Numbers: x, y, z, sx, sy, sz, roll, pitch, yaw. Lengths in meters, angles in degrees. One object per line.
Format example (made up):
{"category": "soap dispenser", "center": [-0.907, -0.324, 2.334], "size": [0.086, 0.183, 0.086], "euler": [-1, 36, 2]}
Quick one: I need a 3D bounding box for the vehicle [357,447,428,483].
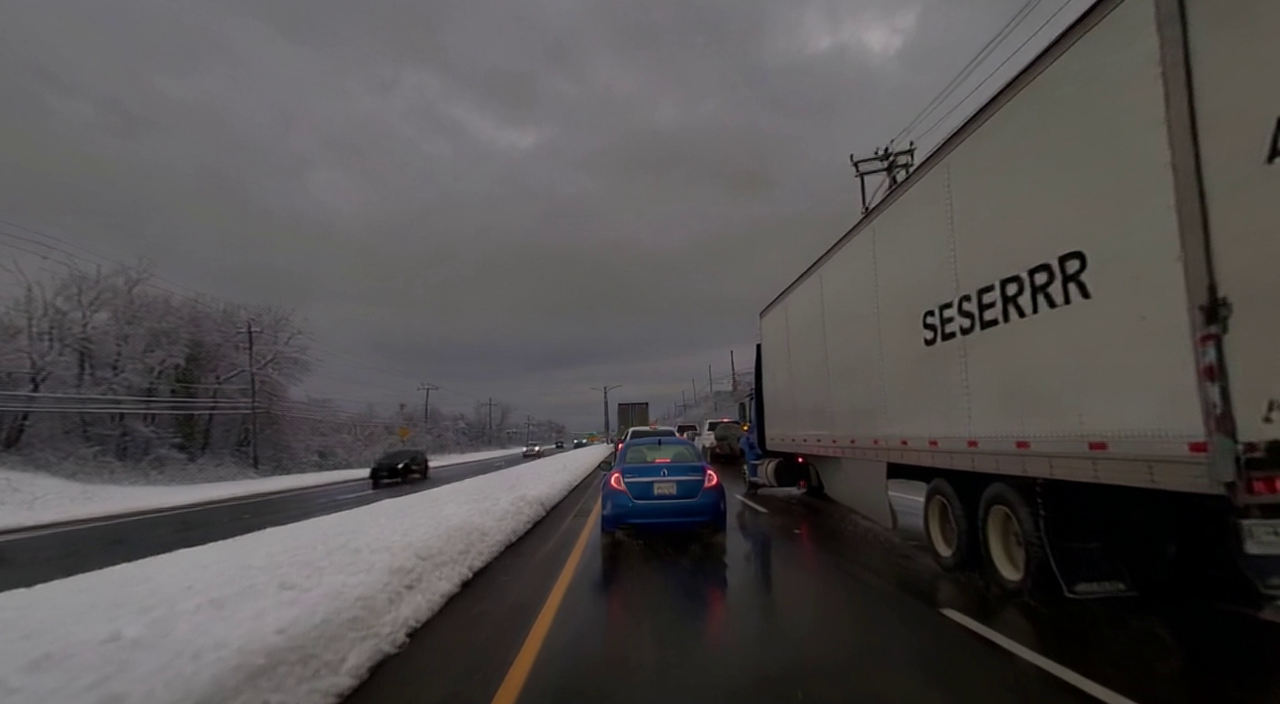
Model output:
{"category": "vehicle", "center": [-11.808, 5.404, 30.325], "size": [1.856, 1.559, 3.844], "euler": [-1, -8, 0]}

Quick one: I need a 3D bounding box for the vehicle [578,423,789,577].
{"category": "vehicle", "center": [0.347, 1.692, 7.951], "size": [2.045, 1.446, 3.597], "euler": [0, -8, -2]}

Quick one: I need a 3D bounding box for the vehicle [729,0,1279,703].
{"category": "vehicle", "center": [4.205, 0.628, 9.784], "size": [3.138, 4.065, 14.276], "euler": [0, -8, -2]}
